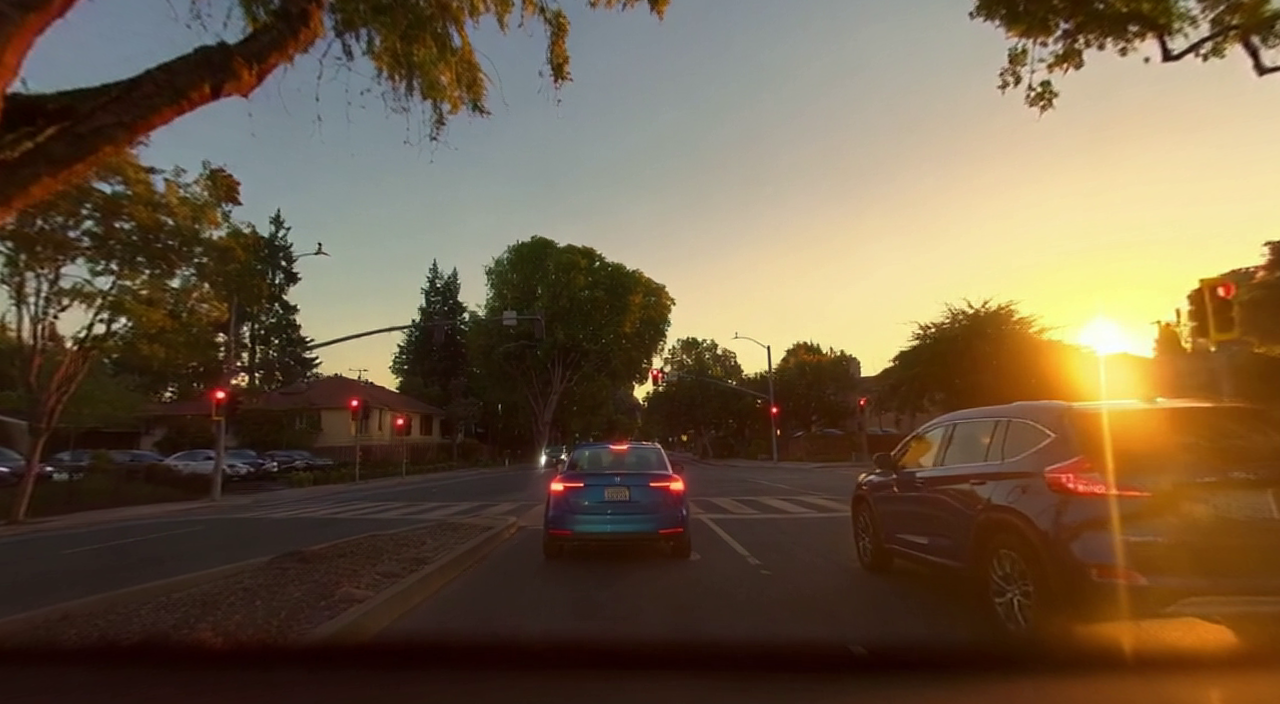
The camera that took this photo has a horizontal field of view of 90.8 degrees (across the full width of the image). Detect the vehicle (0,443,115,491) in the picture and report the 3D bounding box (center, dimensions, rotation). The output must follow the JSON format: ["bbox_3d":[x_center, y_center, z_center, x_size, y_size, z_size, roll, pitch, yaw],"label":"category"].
[{"bbox_3d":[-28.454,5.379,29.850,5.119,2.119,2.199,5,-10,-31],"label":"vehicle"}]

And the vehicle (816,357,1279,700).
[{"bbox_3d":[3.197,1.226,5.518,2.046,1.768,4.370,0,-9,0],"label":"vehicle"}]

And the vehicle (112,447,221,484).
[{"bbox_3d":[-28.581,6.825,38.388,4.943,2.110,2.217,5,-10,-32],"label":"vehicle"}]

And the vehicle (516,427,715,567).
[{"bbox_3d":[-0.302,1.951,9.364,2.177,1.512,4.682,0,-8,-1],"label":"vehicle"}]
